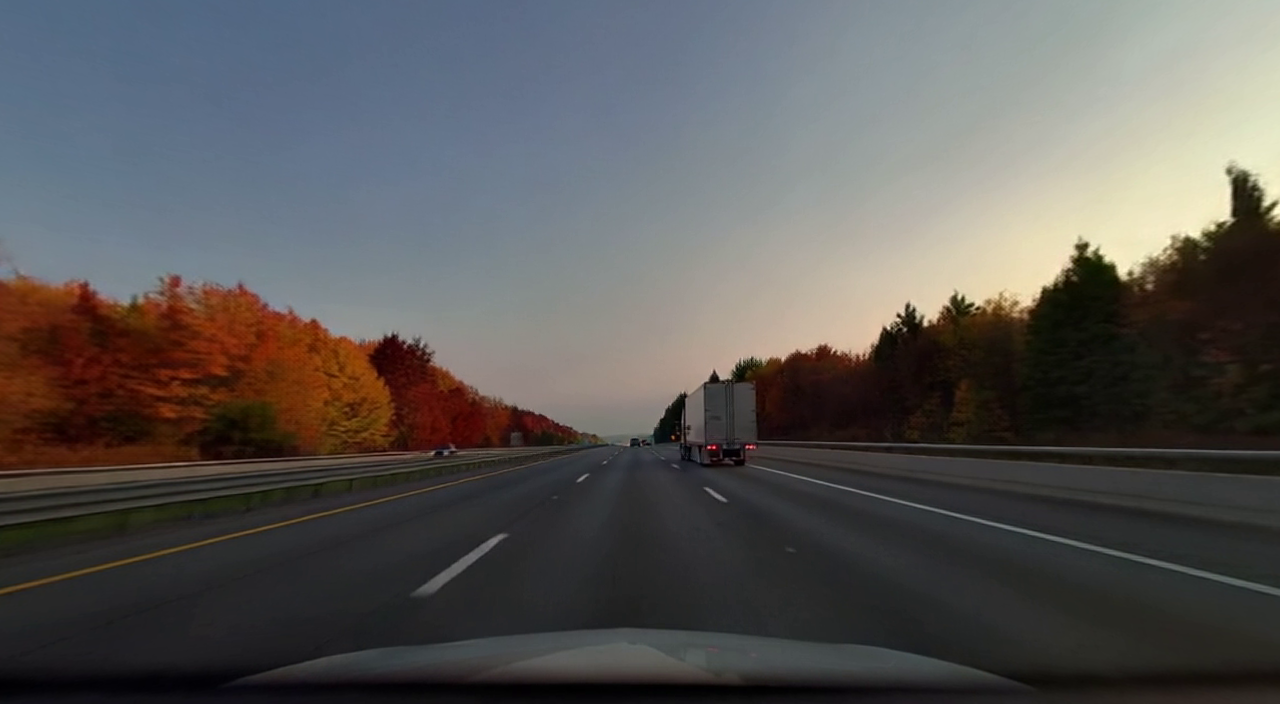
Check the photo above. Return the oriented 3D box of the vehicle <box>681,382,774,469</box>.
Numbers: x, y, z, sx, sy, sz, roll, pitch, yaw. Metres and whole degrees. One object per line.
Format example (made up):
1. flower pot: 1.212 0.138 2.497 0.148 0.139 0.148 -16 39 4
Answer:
1. vehicle: 4.207 3.912 32.648 3.348 3.847 8.908 0 -8 -1
